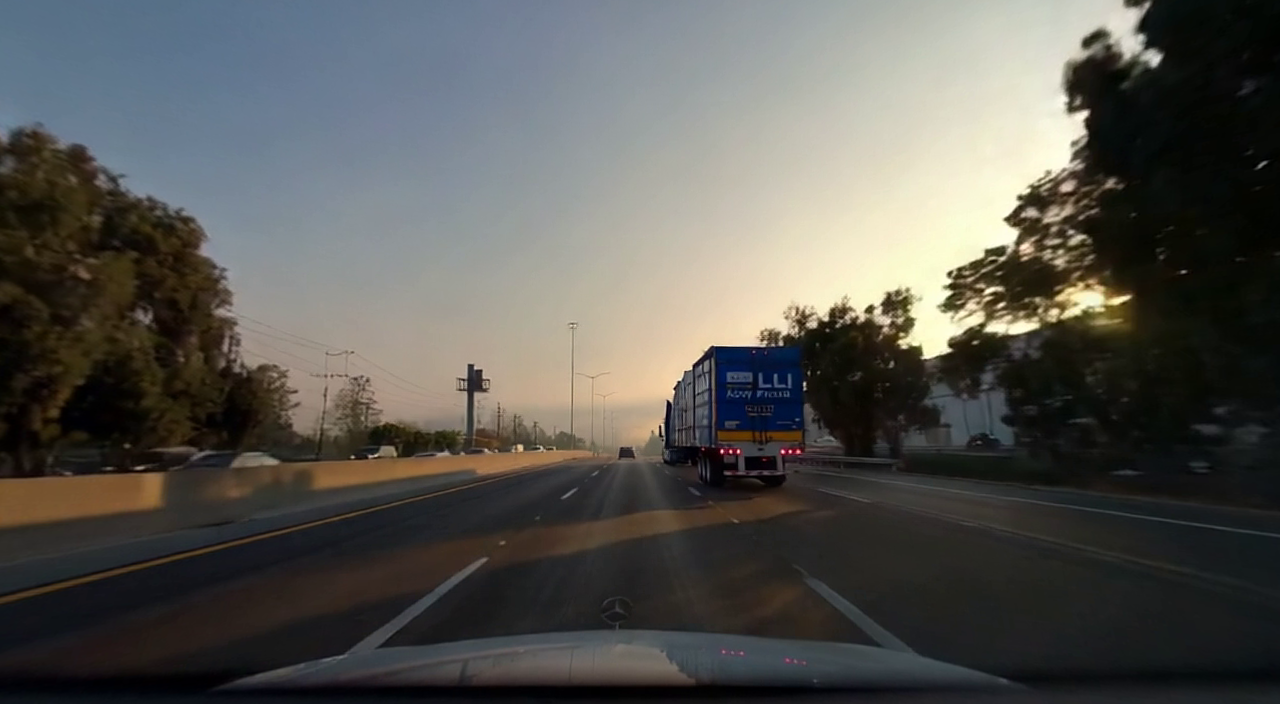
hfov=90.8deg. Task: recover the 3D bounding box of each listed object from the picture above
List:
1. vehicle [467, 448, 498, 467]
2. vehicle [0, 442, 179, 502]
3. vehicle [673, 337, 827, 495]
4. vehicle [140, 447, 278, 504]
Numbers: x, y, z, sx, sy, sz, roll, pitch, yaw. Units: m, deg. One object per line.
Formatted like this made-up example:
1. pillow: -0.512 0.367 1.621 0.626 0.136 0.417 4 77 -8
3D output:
1. vehicle: -11.533 7.724 46.394 1.439 1.299 3.155 0 -9 -1
2. vehicle: -14.453 3.114 16.778 1.760 1.414 3.542 0 -9 -1
3. vehicle: 3.494 3.044 26.104 2.891 4.387 17.121 0 -9 -1
4. vehicle: -10.984 3.133 16.367 1.402 1.298 3.116 0 -9 -2
